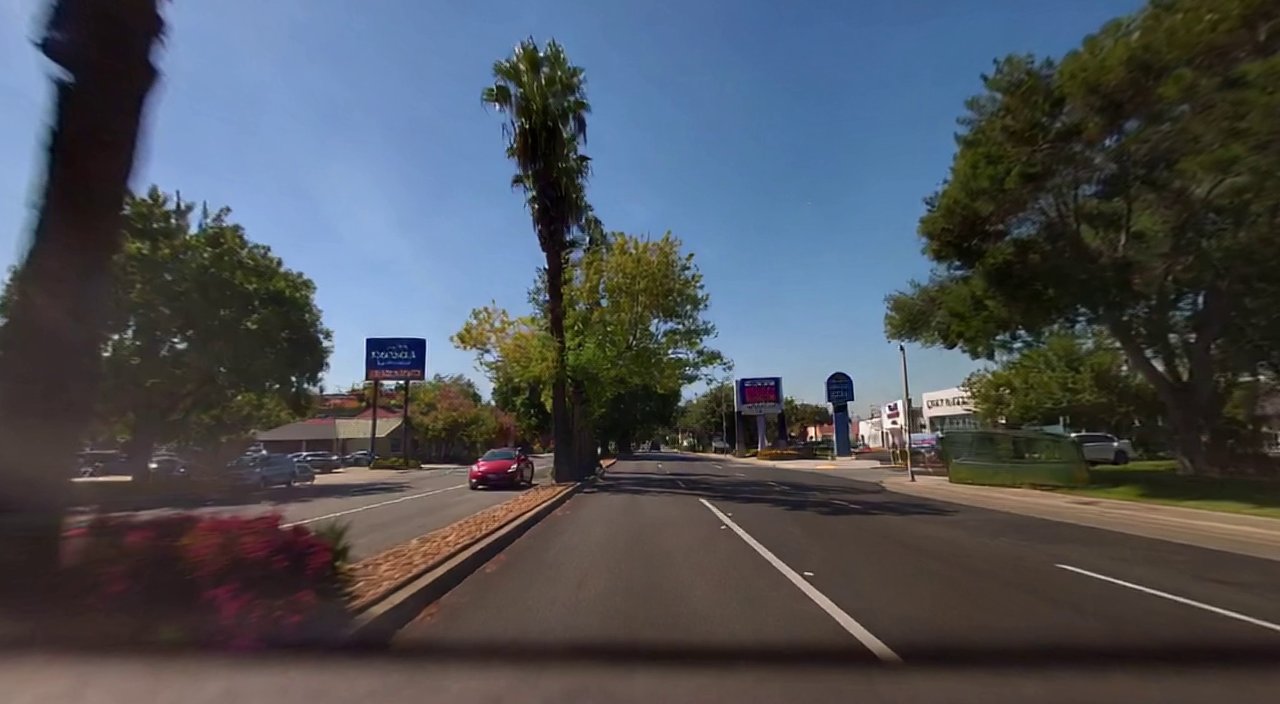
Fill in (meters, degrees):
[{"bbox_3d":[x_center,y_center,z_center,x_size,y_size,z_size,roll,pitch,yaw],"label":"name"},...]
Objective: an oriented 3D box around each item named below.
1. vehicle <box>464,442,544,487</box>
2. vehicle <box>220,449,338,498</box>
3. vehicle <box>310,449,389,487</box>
[{"bbox_3d":[-4.833,4.062,23.149,1.934,1.471,4.280,0,-8,1],"label":"vehicle"},{"bbox_3d":[-14.012,4.692,24.906,1.972,1.504,5.036,-5,-8,-3],"label":"vehicle"},{"bbox_3d":[-13.963,5.565,30.629,1.946,1.489,4.435,-4,-8,-3],"label":"vehicle"}]
